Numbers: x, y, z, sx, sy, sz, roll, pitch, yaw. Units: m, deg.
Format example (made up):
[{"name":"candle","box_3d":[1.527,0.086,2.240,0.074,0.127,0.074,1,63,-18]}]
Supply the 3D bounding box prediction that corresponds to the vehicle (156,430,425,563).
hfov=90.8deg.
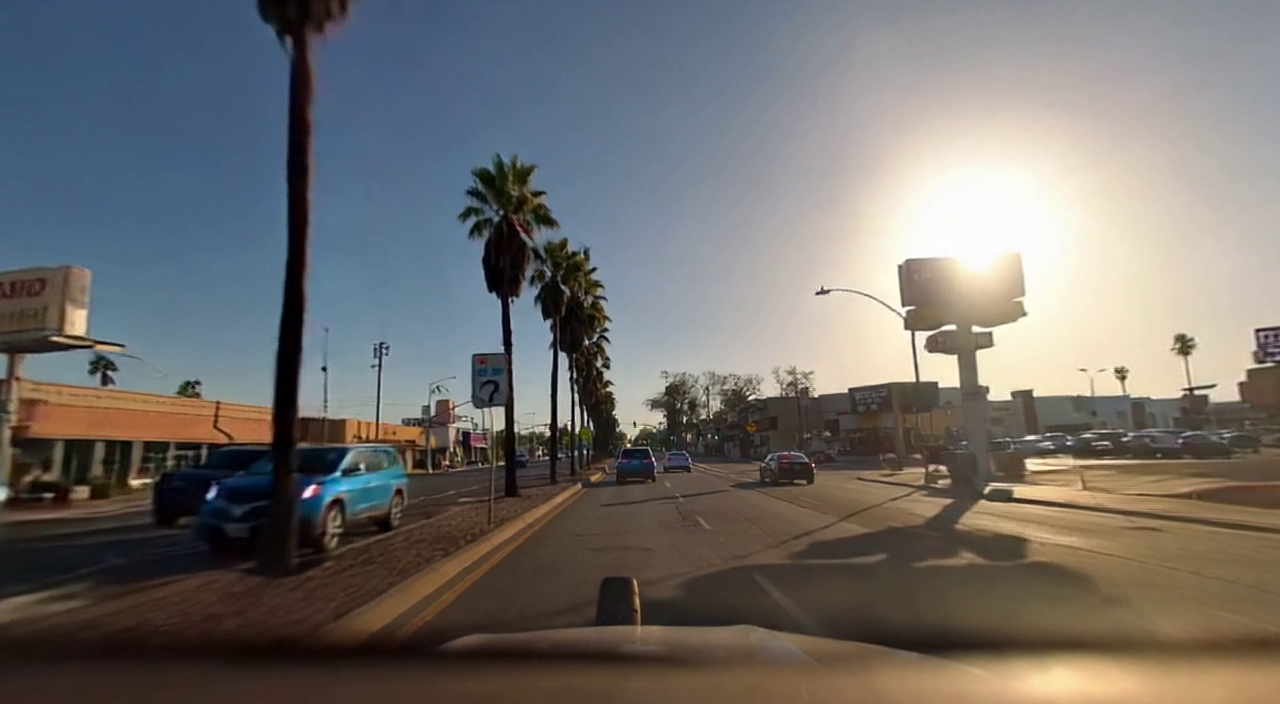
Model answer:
[{"name":"vehicle","box_3d":[-5.361,2.238,10.572,2.016,1.711,4.387,0,-9,-1]}]

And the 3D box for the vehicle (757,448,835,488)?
[{"name":"vehicle","box_3d":[6.204,4.639,25.699,1.944,1.447,4.309,0,-9,-2]}]

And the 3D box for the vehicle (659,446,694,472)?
[{"name":"vehicle","box_3d":[2.543,7.540,44.752,2.112,1.710,4.234,0,-9,-2]}]

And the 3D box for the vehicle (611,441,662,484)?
[{"name":"vehicle","box_3d":[-0.176,4.948,28.574,2.151,1.787,4.109,0,-9,-1]}]
